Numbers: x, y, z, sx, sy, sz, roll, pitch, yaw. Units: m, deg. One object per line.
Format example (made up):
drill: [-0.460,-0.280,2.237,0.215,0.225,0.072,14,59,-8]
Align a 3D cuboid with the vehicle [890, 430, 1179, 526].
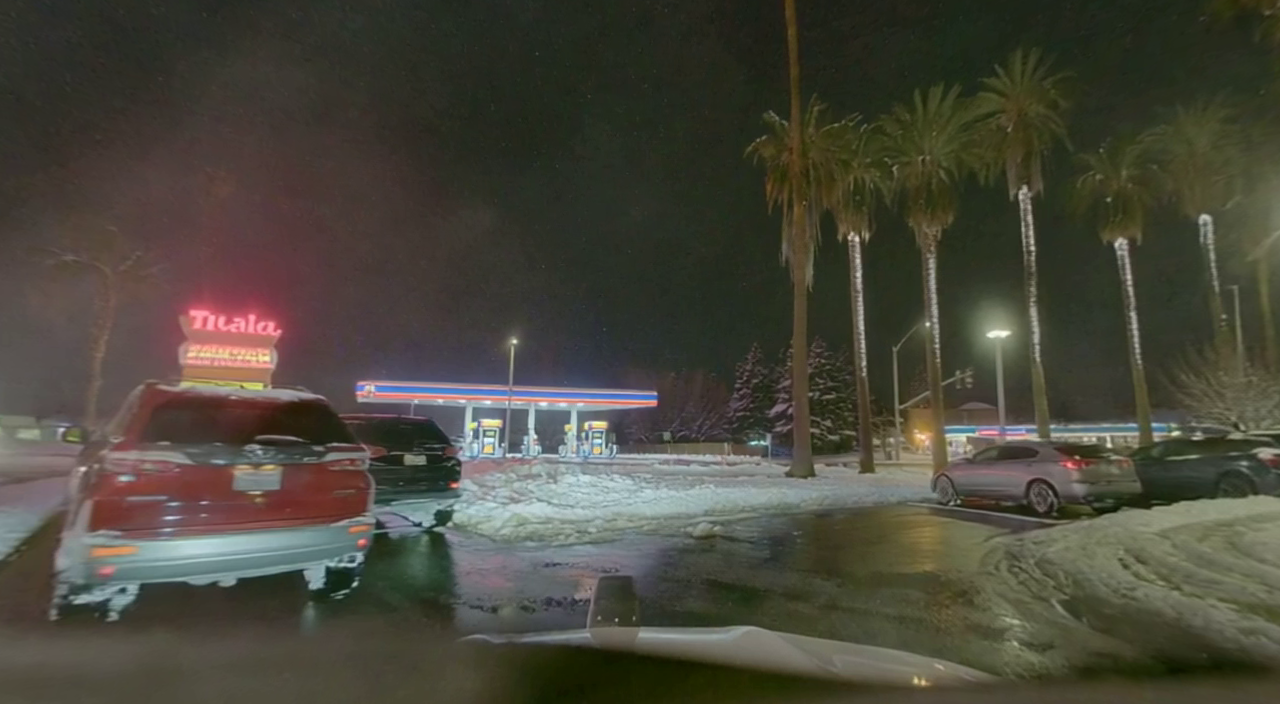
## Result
vehicle: [7.326,2.356,12.449,1.937,1.490,4.564,3,-9,-18]

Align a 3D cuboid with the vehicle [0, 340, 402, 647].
vehicle: [-5.615,1.389,7.413,6.836,2.006,2.434,-8,-12,43]
